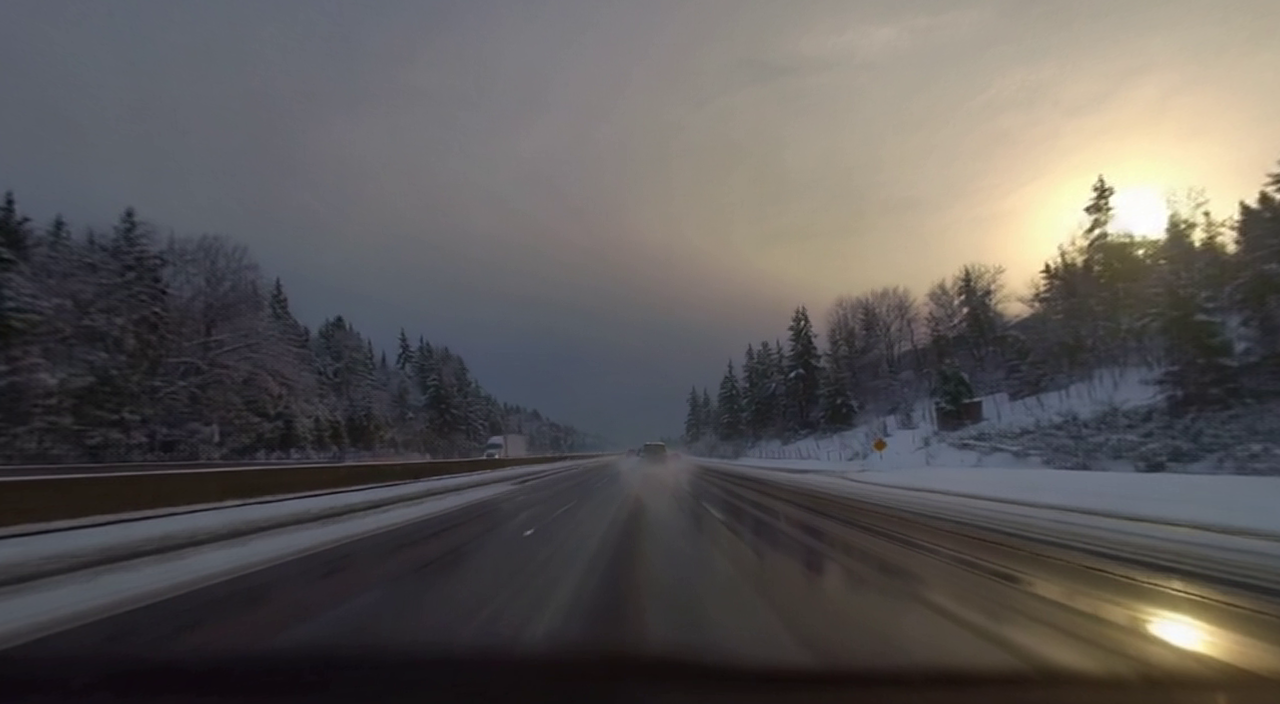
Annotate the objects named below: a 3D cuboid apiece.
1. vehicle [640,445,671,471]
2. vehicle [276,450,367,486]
[{"bbox_3d":[1.199,8.334,49.630,2.279,1.934,4.268,0,-9,0],"label":"vehicle"},{"bbox_3d":[-15.670,5.715,31.299,2.025,1.631,4.535,0,-9,1],"label":"vehicle"}]
